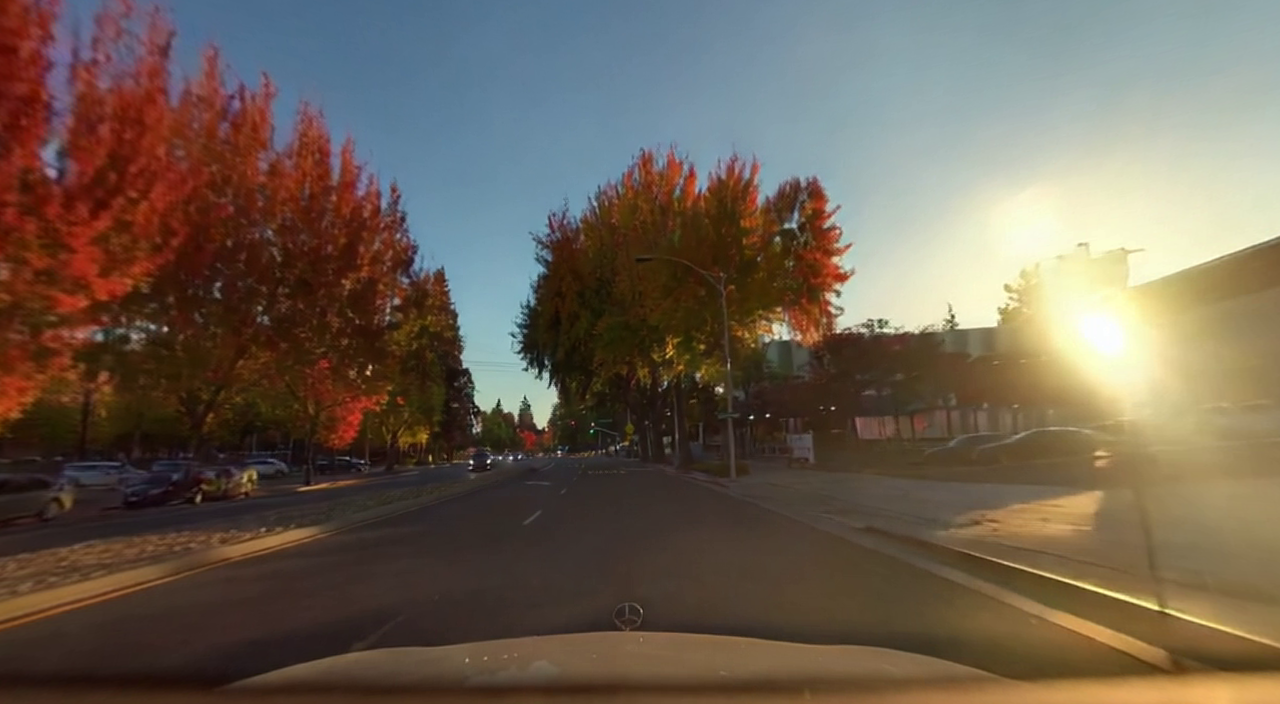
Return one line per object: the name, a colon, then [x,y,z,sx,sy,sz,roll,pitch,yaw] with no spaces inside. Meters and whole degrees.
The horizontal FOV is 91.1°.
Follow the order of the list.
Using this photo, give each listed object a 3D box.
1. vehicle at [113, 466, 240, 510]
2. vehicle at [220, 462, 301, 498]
vehicle: [-18.892,5.550,25.896,1.887,1.490,4.432,0,-9,-1]
vehicle: [-19.349,6.525,32.223,1.896,1.495,4.108,-4,-9,-5]
